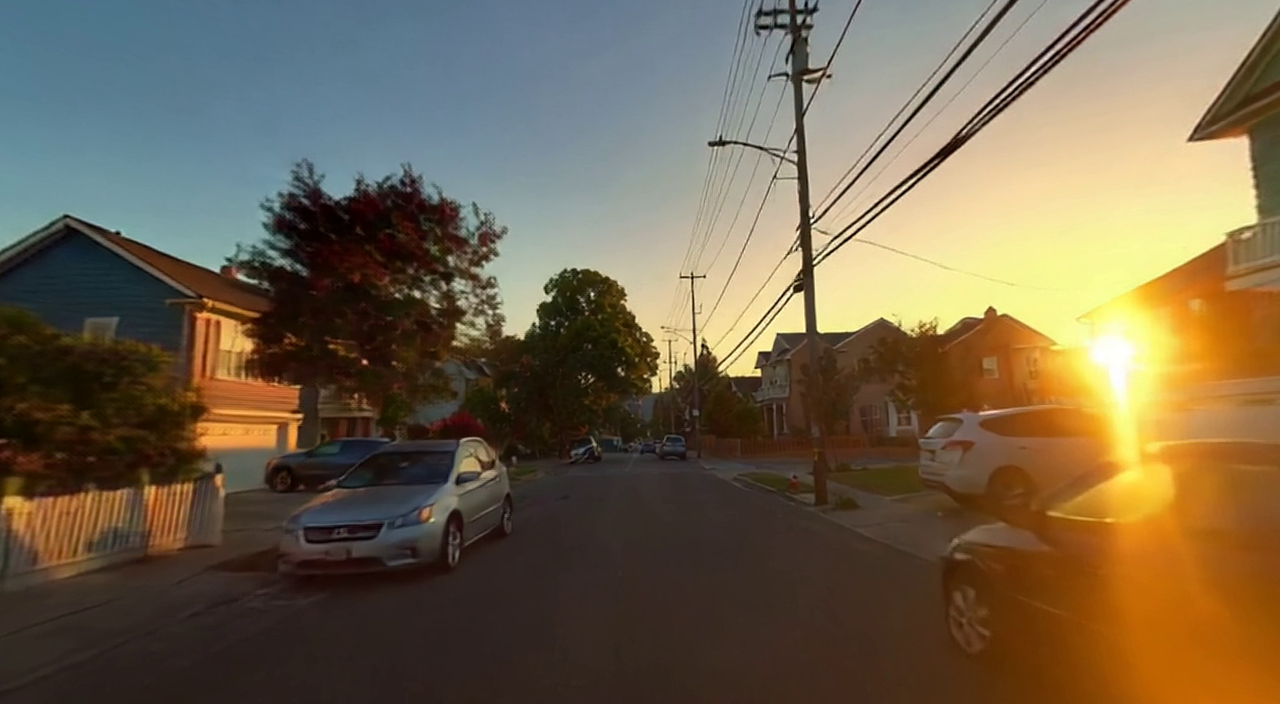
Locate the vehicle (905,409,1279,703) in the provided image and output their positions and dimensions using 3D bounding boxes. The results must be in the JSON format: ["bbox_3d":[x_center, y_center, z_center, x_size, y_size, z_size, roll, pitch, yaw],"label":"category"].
[{"bbox_3d":[3.115,1.095,2.591,2.043,1.631,4.613,1,-7,0],"label":"vehicle"}]

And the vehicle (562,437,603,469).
[{"bbox_3d":[-3.506,6.210,39.144,2.082,1.759,4.541,-2,-7,0],"label":"vehicle"}]

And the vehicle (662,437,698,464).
[{"bbox_3d":[2.849,7.141,46.219,2.129,1.873,4.471,0,-7,-2],"label":"vehicle"}]

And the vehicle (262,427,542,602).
[{"bbox_3d":[-3.046,2.104,9.418,2.204,1.655,4.813,-7,-7,0],"label":"vehicle"}]
